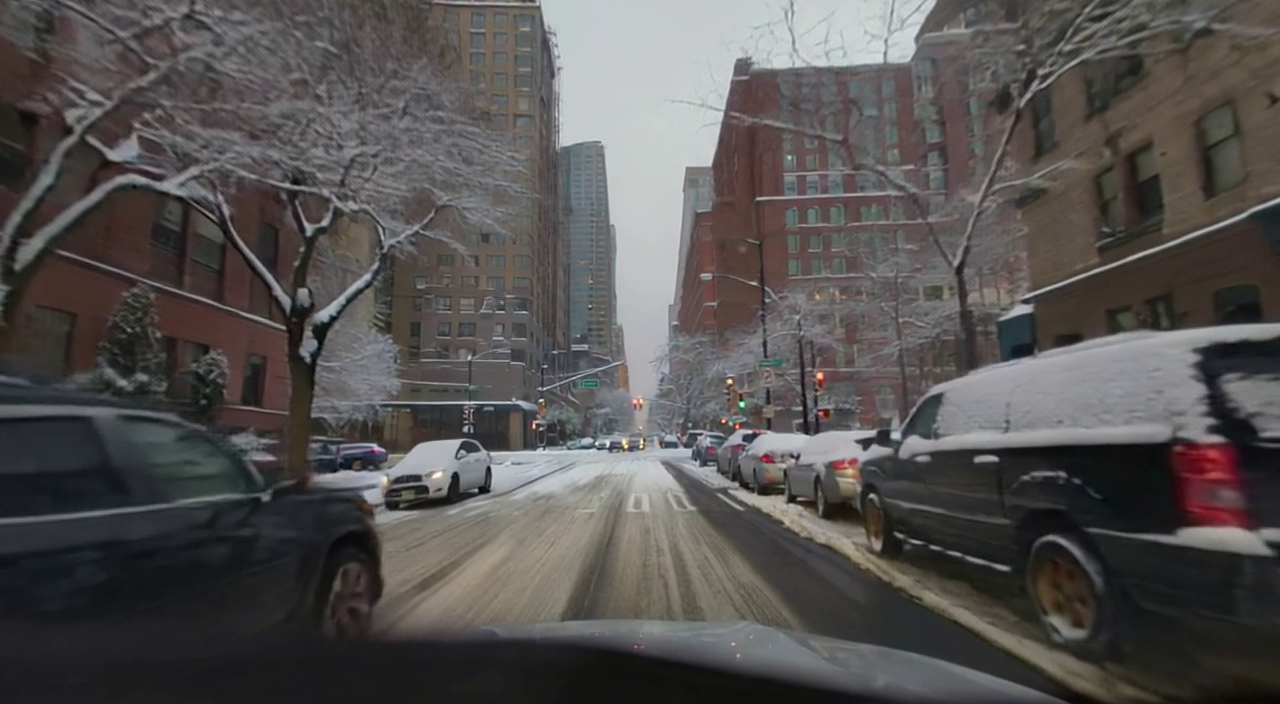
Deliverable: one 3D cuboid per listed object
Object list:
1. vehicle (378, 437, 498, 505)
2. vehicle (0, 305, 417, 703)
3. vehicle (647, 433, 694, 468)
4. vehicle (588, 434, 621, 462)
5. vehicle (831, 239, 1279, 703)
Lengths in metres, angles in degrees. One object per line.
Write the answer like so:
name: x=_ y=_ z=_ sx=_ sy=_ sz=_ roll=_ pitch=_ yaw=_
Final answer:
vehicle: x=-5.902 y=3.505 z=19.118 sx=2.013 sy=1.772 sz=4.439 roll=-1 pitch=-8 yaw=2
vehicle: x=-2.969 y=0.864 z=2.249 sx=2.333 sy=1.832 sz=5.200 roll=0 pitch=-8 yaw=1
vehicle: x=1.572 y=4.906 z=31.543 sx=2.111 sy=1.619 sz=4.077 roll=-1 pitch=-9 yaw=6
vehicle: x=-2.300 y=6.363 z=41.822 sx=1.979 sy=1.723 sz=3.849 roll=0 pitch=-8 yaw=1
vehicle: x=3.661 y=0.979 z=5.232 sx=2.356 sy=2.043 sz=5.791 roll=0 pitch=-8 yaw=0
